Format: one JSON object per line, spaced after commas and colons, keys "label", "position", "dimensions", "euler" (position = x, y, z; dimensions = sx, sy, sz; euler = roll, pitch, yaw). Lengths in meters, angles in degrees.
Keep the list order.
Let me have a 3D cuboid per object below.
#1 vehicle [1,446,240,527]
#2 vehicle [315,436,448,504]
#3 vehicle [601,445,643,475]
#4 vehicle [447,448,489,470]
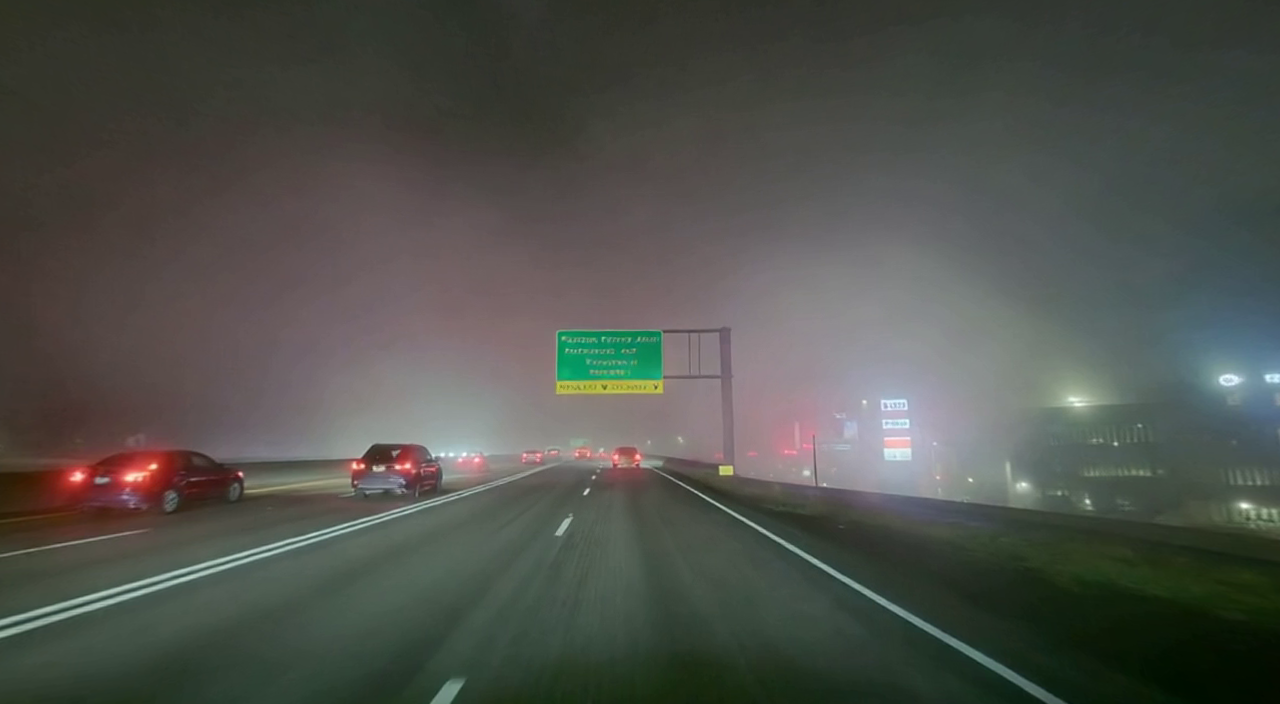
{"label": "vehicle", "position": [-11.066, 2.832, 13.874], "dimensions": [1.936, 1.501, 3.900], "euler": [0, -9, -1]}
{"label": "vehicle", "position": [-7.299, 3.351, 18.347], "dimensions": [2.065, 1.689, 4.399], "euler": [0, -9, -1]}
{"label": "vehicle", "position": [-1.014, 5.836, 34.352], "dimensions": [2.110, 1.501, 4.319], "euler": [0, -9, -2]}
{"label": "vehicle", "position": [-11.999, 7.487, 44.185], "dimensions": [1.861, 1.466, 4.233], "euler": [0, -9, -3]}
